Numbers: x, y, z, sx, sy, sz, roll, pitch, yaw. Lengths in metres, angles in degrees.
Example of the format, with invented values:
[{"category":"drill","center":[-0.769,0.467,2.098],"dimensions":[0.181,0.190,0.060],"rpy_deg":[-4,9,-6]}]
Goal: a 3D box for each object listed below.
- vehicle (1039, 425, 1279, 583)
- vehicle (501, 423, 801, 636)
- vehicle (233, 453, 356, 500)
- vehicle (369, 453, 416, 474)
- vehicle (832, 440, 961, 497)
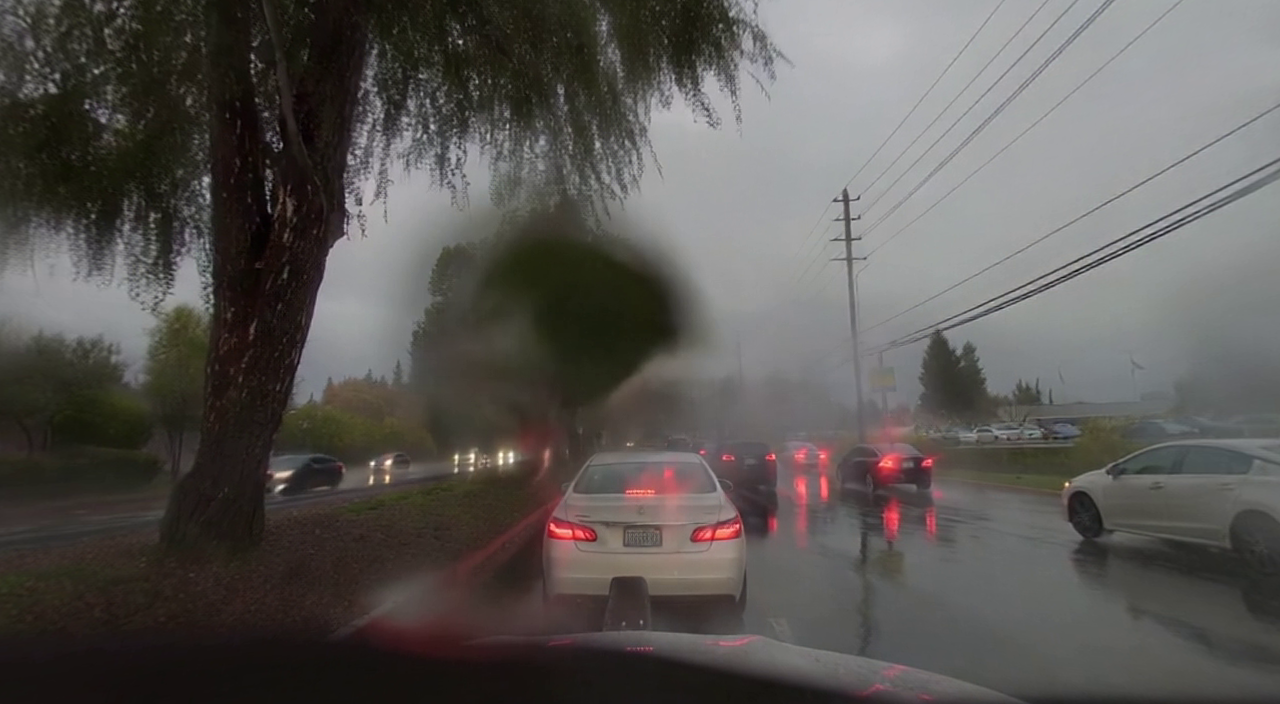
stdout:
[{"category":"vehicle","center":[6.991,1.632,7.292],"dimensions":[1.850,1.480,4.474],"rpy_deg":[0,-8,1]},{"category":"vehicle","center":[0.066,1.540,6.477],"dimensions":[2.108,1.479,3.935],"rpy_deg":[0,-8,0]},{"category":"vehicle","center":[-11.977,4.309,22.259],"dimensions":[1.804,1.430,4.456],"rpy_deg":[0,-8,0]},{"category":"vehicle","center":[-19.111,8.580,48.852],"dimensions":[1.853,1.489,4.449],"rpy_deg":[0,-8,0]},{"category":"vehicle","center":[7.297,3.332,18.521],"dimensions":[1.899,1.458,4.499],"rpy_deg":[0,-8,0]}]
